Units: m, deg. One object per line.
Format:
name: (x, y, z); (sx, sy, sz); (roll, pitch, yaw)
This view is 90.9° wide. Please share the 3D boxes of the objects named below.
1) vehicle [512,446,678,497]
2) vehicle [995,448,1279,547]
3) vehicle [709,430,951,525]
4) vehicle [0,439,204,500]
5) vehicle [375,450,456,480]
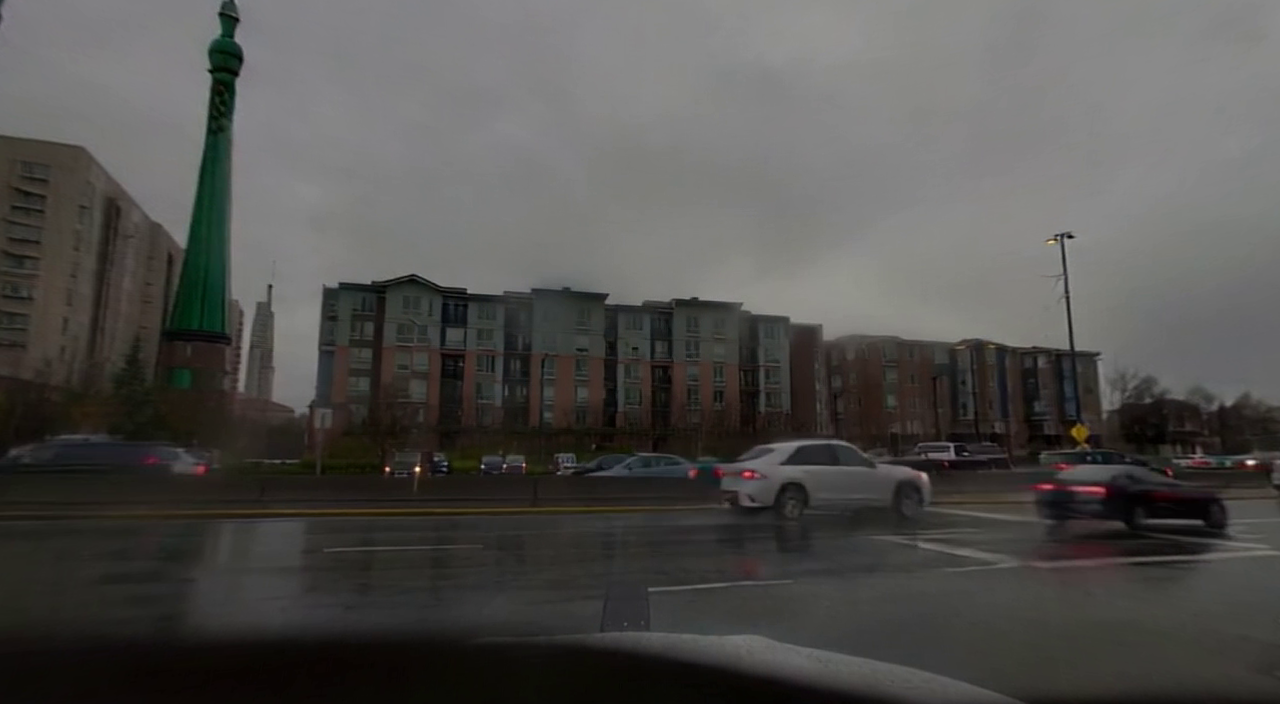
vehicle: (-1.440, 3.715, 19.890); (4.921, 1.453, 1.894); (3, -9, -15)
vehicle: (8.956, 2.405, 10.934); (4.710, 1.444, 2.041); (3, -9, -15)
vehicle: (3.812, 2.520, 12.993); (4.284, 1.692, 2.031); (3, -9, -15)
vehicle: (-15.027, 3.067, 16.659); (5.371, 1.488, 1.763); (2, -9, -14)
vehicle: (-15.463, 7.788, 43.532); (4.920, 1.956, 1.865); (-1, -9, 8)
